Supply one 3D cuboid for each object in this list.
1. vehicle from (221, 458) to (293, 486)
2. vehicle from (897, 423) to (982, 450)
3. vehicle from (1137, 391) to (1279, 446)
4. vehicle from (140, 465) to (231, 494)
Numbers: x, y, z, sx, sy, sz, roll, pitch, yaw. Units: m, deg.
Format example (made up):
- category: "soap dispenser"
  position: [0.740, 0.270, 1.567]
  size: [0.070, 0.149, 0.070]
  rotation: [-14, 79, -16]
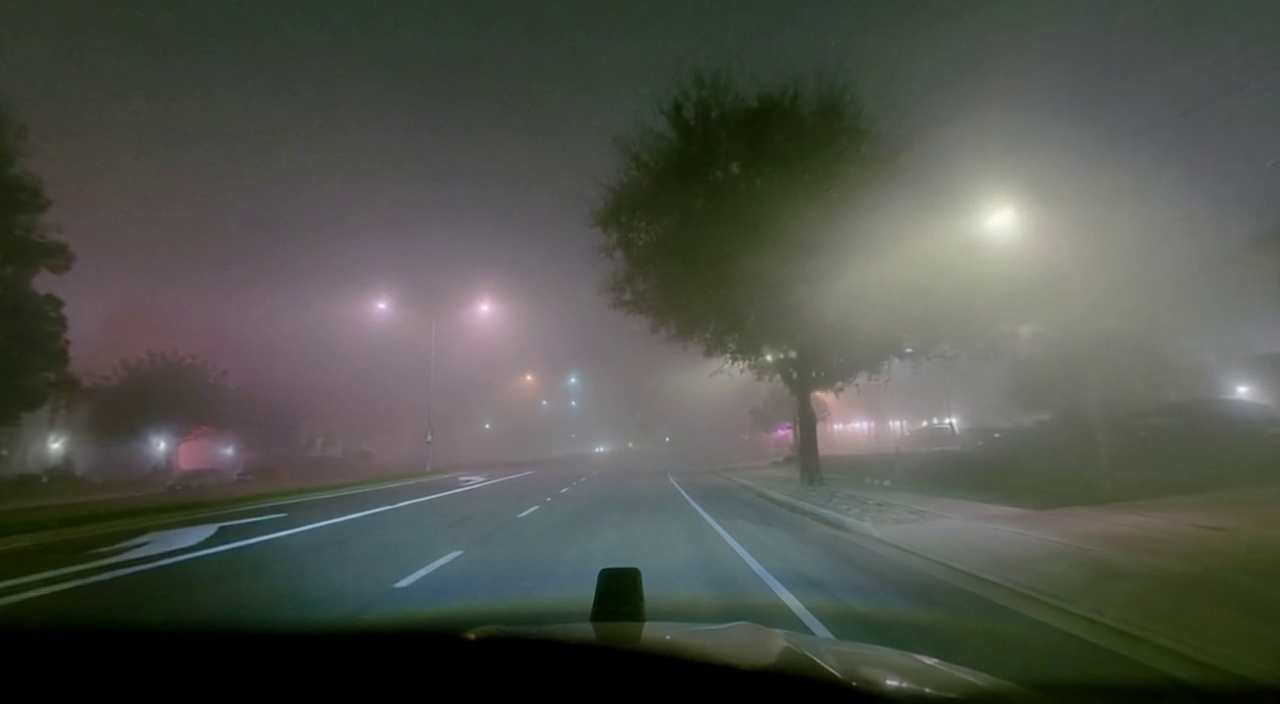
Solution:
- category: "vehicle"
  position: [-26.495, 8.288, 43.889]
  size: [1.931, 1.673, 4.623]
  rotation: [0, -8, 2]
- category: "vehicle"
  position: [22.346, 6.300, 47.307]
  size: [5.135, 1.964, 2.402]
  rotation: [0, -7, 1]
- category: "vehicle"
  position: [24.053, 2.751, 25.546]
  size: [6.146, 2.098, 2.167]
  rotation: [1, -8, -4]
- category: "vehicle"
  position: [-26.914, 7.551, 37.646]
  size: [1.916, 1.456, 4.597]
  rotation: [0, -8, 1]
